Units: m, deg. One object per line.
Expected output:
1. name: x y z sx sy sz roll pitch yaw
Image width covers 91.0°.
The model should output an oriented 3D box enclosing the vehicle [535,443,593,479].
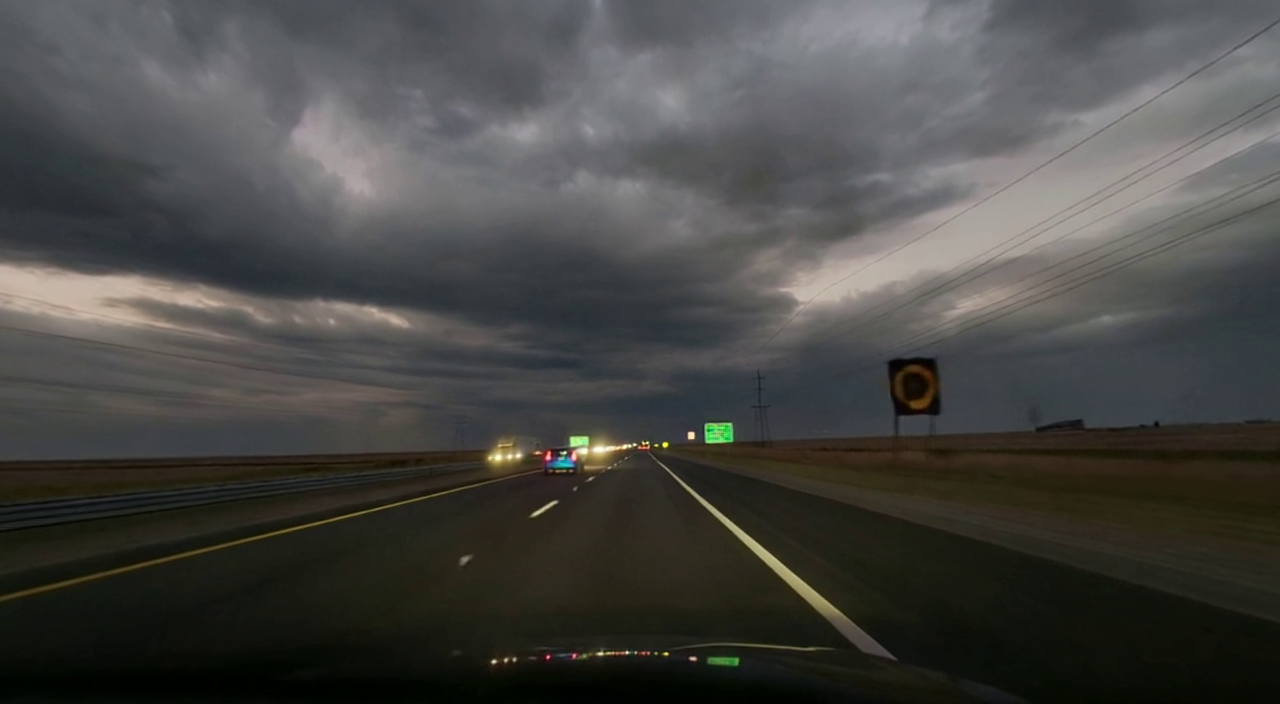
1. vehicle: -3.512 5.146 29.897 2.106 1.543 4.465 0 -9 1
